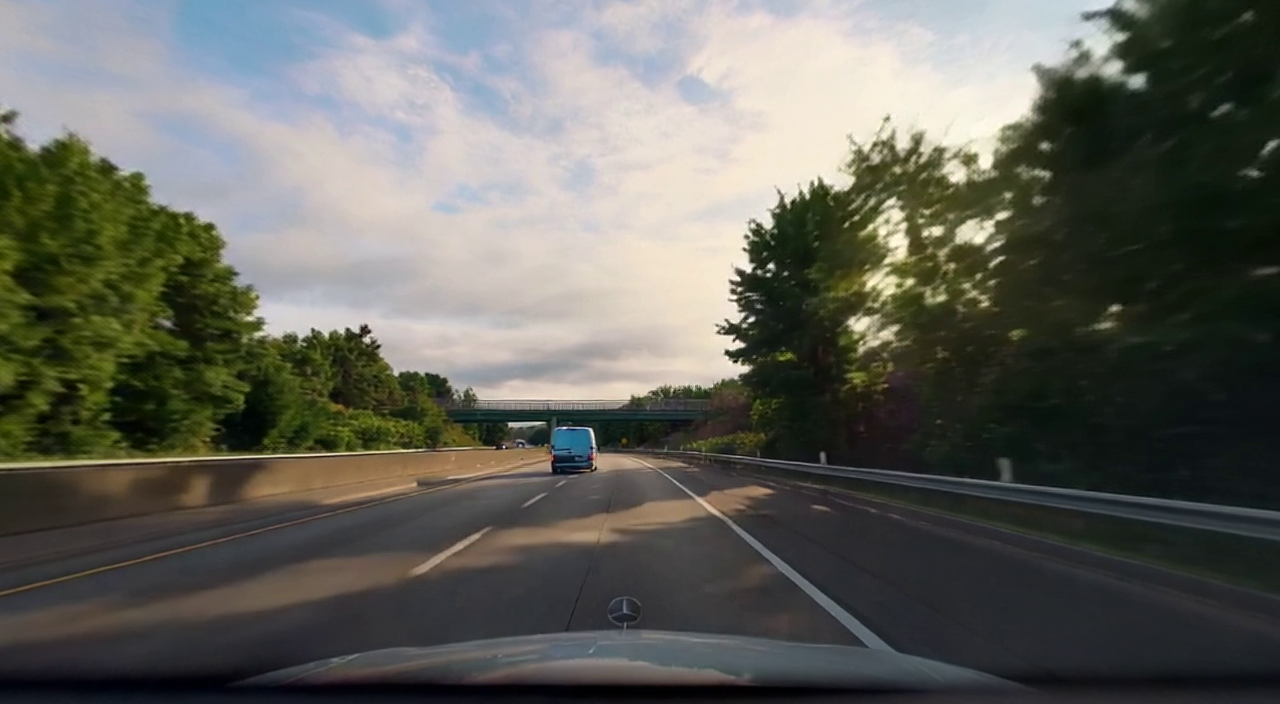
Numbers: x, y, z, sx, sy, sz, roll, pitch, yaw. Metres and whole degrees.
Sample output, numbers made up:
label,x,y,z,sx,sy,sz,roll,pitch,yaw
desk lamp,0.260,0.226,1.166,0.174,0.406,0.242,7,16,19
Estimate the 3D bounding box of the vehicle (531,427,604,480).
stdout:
label,x,y,z,sx,sy,sz,roll,pitch,yaw
vehicle,-2.753,4.023,25.228,2.372,1.891,5.061,0,-8,0
